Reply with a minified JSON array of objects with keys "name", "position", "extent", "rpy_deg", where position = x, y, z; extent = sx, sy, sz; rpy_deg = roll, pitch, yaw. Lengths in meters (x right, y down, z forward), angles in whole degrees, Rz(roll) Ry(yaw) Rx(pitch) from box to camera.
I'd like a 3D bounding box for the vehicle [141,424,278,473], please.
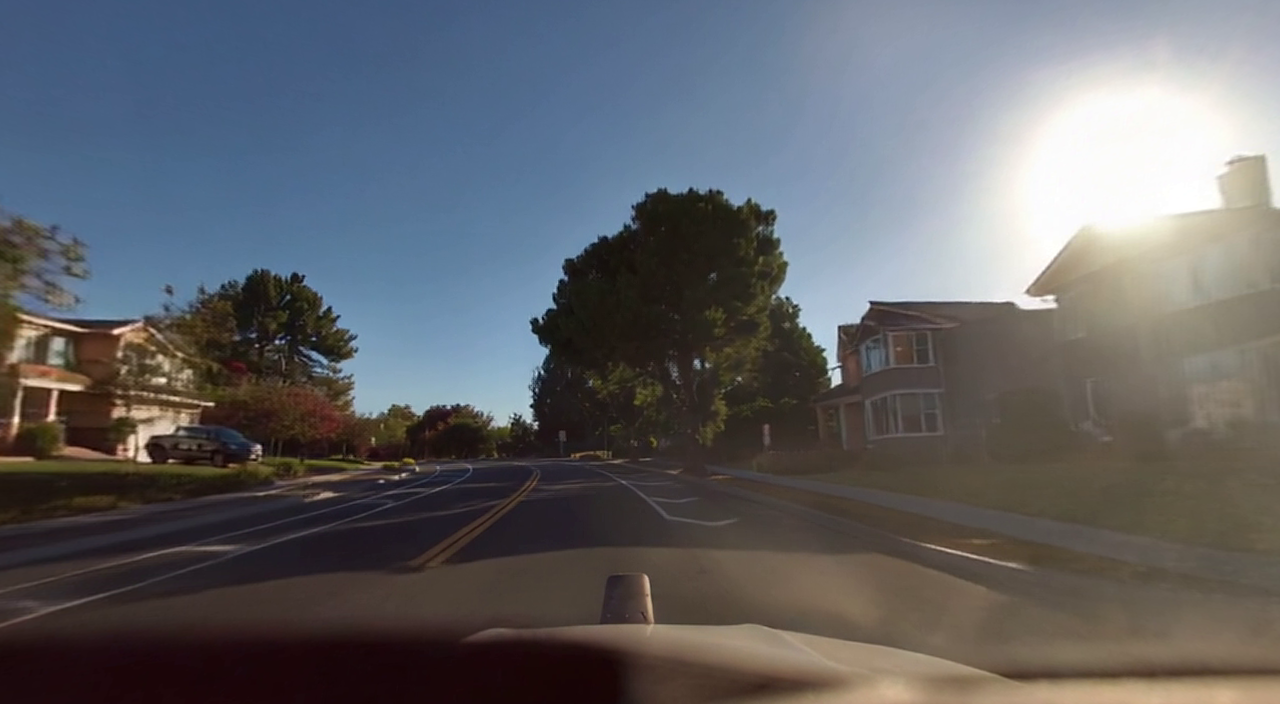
[{"name":"vehicle","position":[-17.560,3.908,25.745],"extent":[4.562,1.857,2.129],"rpy_deg":[-2,-9,18]}]
